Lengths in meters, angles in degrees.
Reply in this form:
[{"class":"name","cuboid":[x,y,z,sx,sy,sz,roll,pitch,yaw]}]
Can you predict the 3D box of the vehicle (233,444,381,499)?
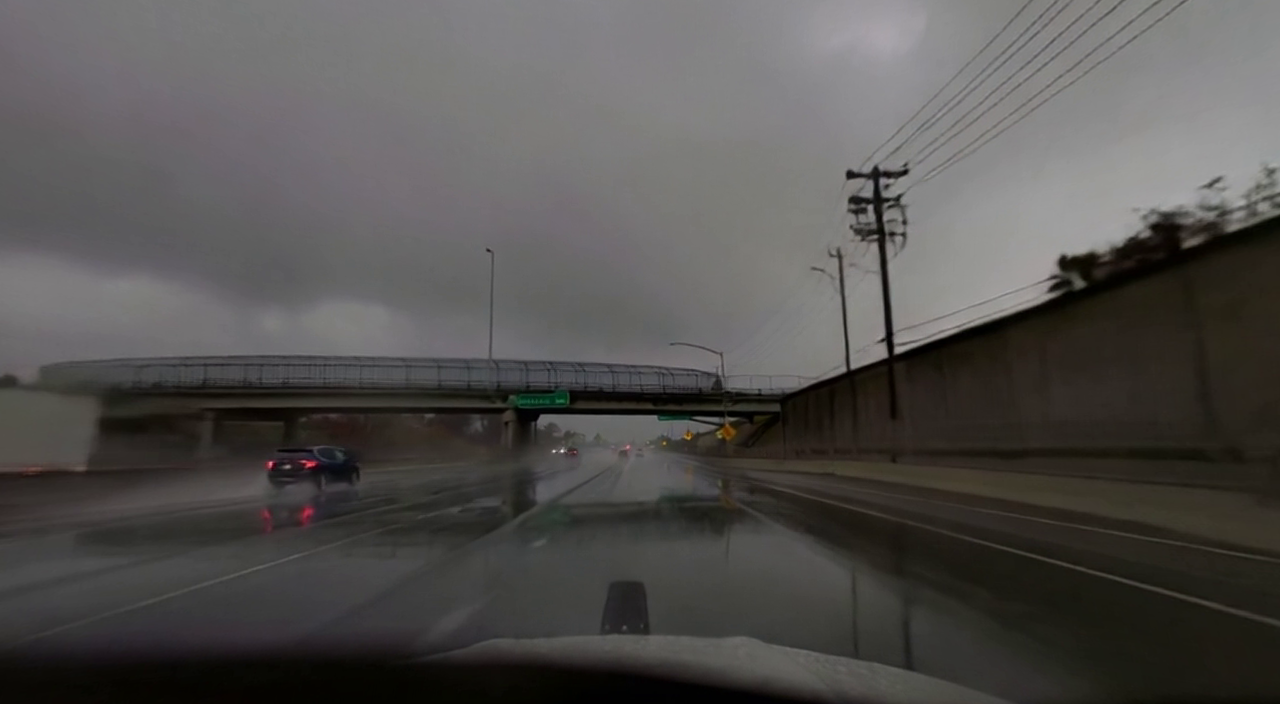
[{"class":"vehicle","cuboid":[-10.128,3.624,19.667,2.056,1.476,4.562,0,-8,1]}]
